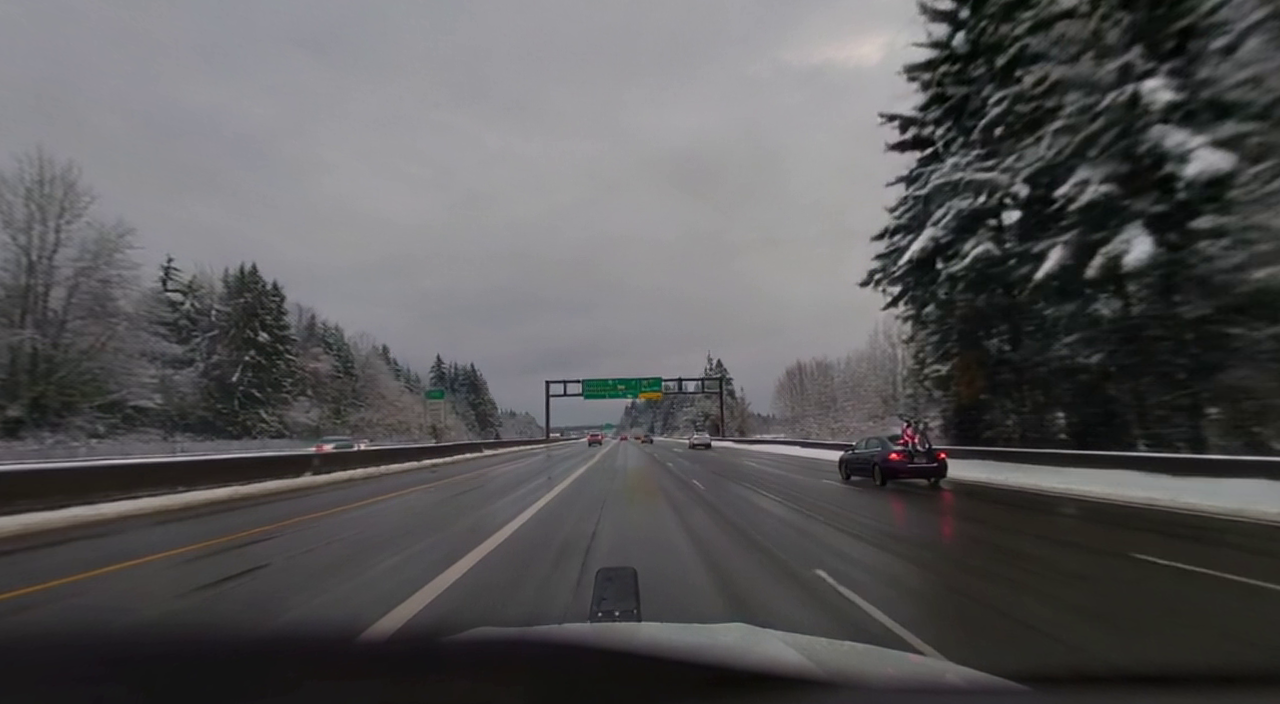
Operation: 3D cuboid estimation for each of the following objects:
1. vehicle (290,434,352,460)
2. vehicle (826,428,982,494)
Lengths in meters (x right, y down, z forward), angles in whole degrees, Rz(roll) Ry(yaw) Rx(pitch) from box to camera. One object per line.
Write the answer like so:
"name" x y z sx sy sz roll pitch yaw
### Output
"vehicle" -21.386 6.354 42.397 1.925 1.584 4.394 0 -7 -1
"vehicle" 6.837 2.847 17.031 2.034 1.511 4.785 0 -8 -1
